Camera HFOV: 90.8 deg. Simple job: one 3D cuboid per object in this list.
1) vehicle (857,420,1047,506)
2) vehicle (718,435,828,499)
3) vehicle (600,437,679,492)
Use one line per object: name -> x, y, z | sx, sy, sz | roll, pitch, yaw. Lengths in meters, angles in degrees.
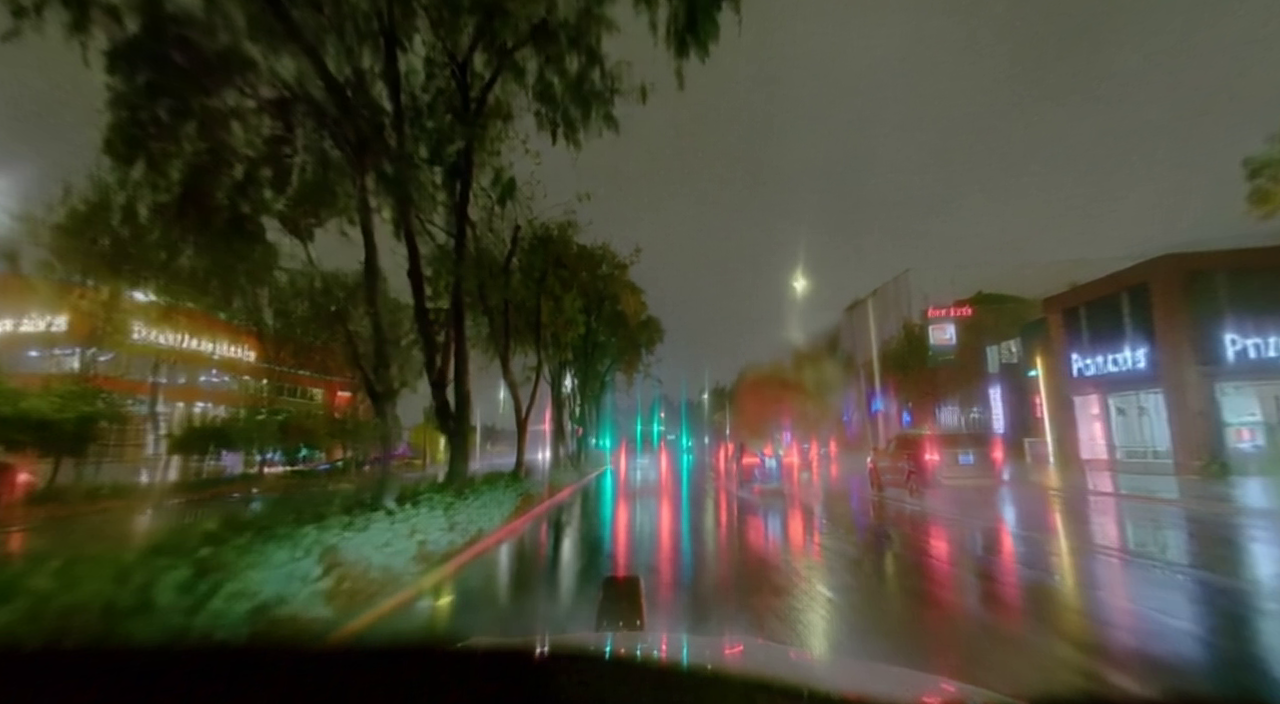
vehicle -> 7.202, 2.620, 15.326 | 2.052, 1.708, 4.842 | 0, -8, -1
vehicle -> 3.425, 3.037, 17.115 | 1.993, 1.477, 4.240 | 0, -8, -1
vehicle -> -0.051, 3.340, 19.055 | 2.101, 1.444, 4.248 | 0, -8, -1
